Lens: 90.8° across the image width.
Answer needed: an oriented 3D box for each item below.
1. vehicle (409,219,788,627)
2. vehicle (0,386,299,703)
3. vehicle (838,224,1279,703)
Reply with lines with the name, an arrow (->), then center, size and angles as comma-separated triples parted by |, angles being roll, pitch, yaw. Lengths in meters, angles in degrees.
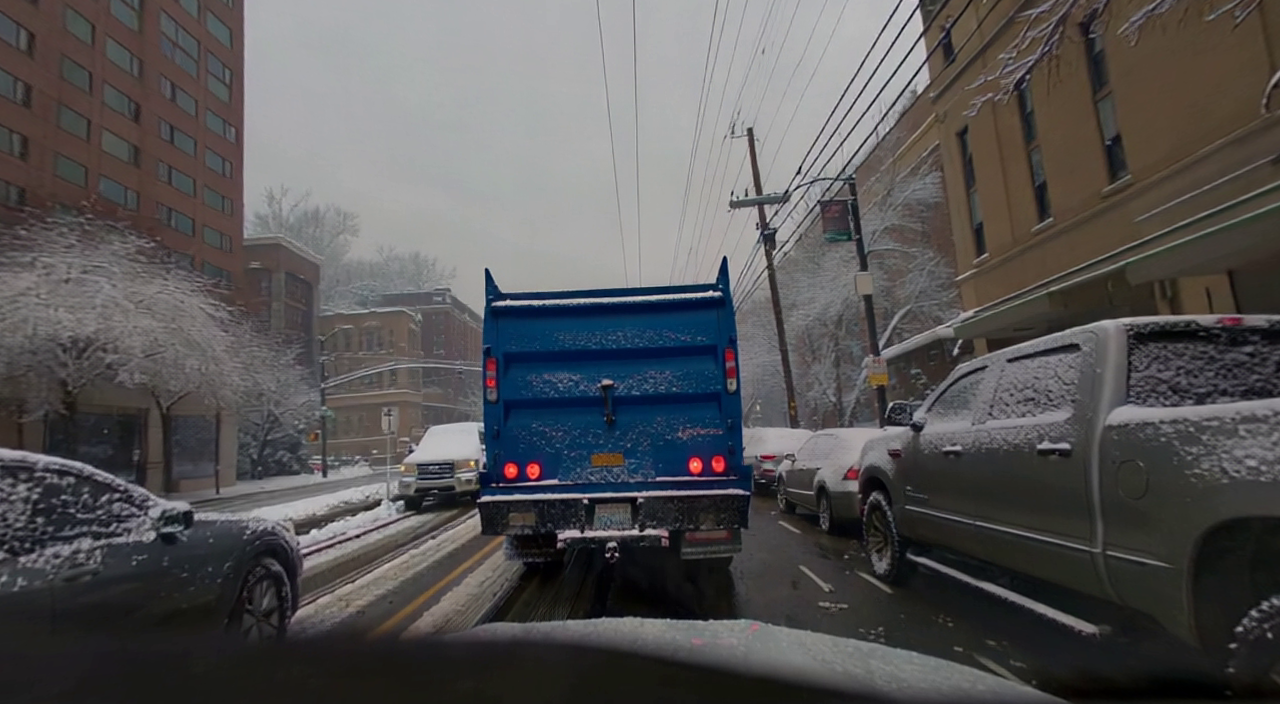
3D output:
vehicle -> -0.226, 1.099, 9.102 | 2.878, 3.204, 8.244 | 0, -8, 1
vehicle -> -4.113, 1.059, 3.435 | 1.988, 1.657, 4.492 | 0, -8, 0
vehicle -> 3.235, 0.844, 3.853 | 2.242, 1.979, 5.722 | 0, -8, 1
